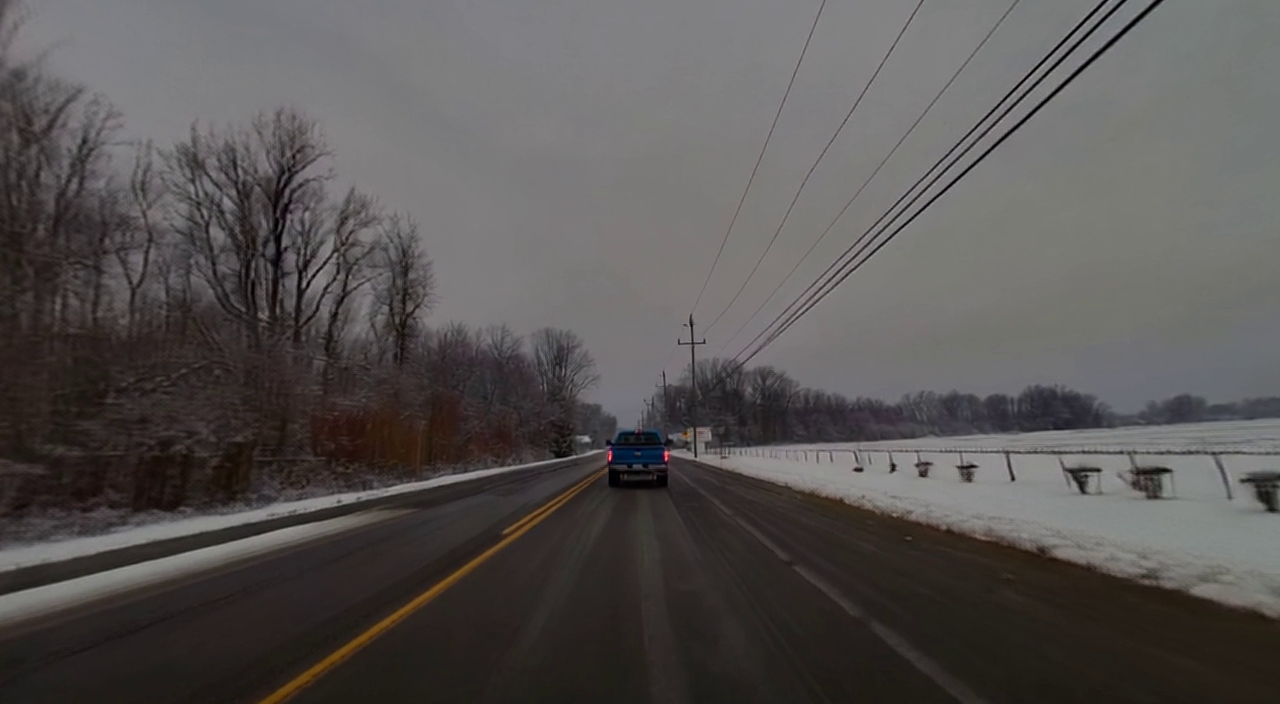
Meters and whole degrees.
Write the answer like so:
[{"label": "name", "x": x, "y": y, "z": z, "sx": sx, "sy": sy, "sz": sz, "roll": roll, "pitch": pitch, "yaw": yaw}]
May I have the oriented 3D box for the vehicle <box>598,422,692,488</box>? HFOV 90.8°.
[{"label": "vehicle", "x": 0.108, "y": 3.742, "z": 23.344, "sx": 2.921, "sy": 2.031, "sz": 7.416, "roll": 0, "pitch": -8, "yaw": -1}]
